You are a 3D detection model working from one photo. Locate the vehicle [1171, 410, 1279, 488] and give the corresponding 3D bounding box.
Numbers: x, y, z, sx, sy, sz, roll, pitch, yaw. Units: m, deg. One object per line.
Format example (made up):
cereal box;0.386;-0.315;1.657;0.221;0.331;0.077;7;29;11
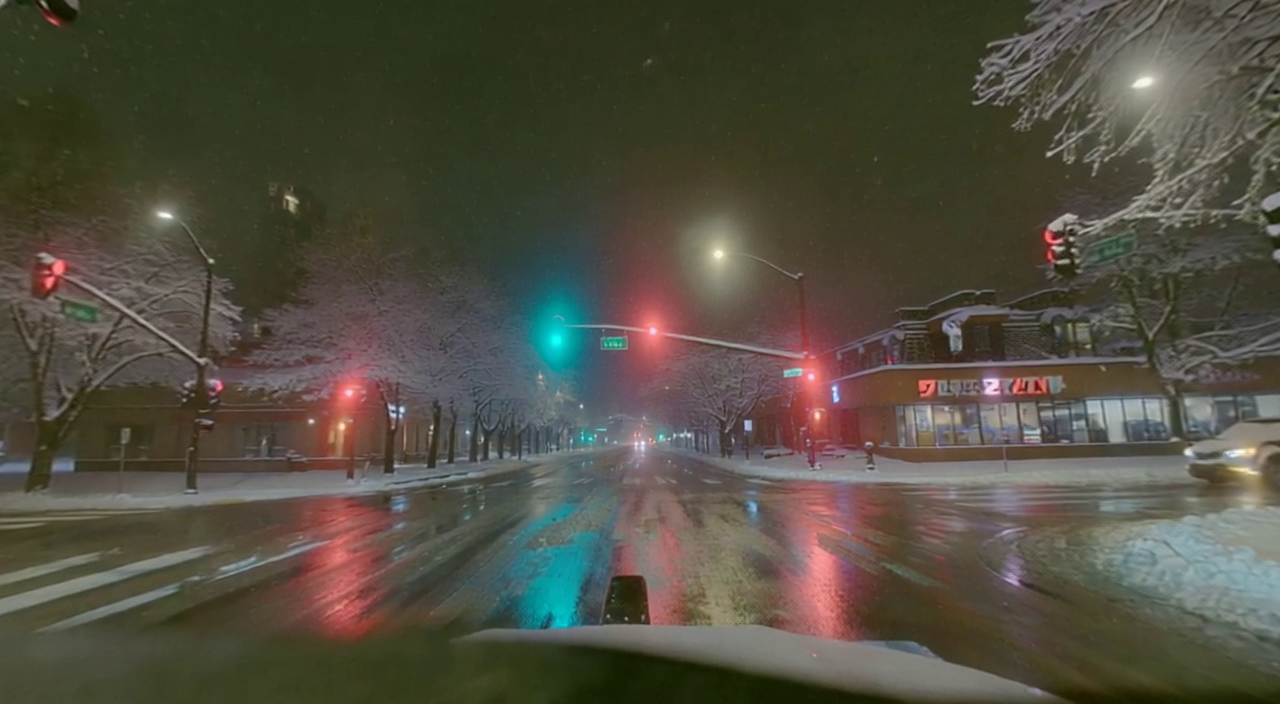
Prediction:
vehicle;16.624;2.408;15.761;4.836;1.795;1.957;0;-8;0
